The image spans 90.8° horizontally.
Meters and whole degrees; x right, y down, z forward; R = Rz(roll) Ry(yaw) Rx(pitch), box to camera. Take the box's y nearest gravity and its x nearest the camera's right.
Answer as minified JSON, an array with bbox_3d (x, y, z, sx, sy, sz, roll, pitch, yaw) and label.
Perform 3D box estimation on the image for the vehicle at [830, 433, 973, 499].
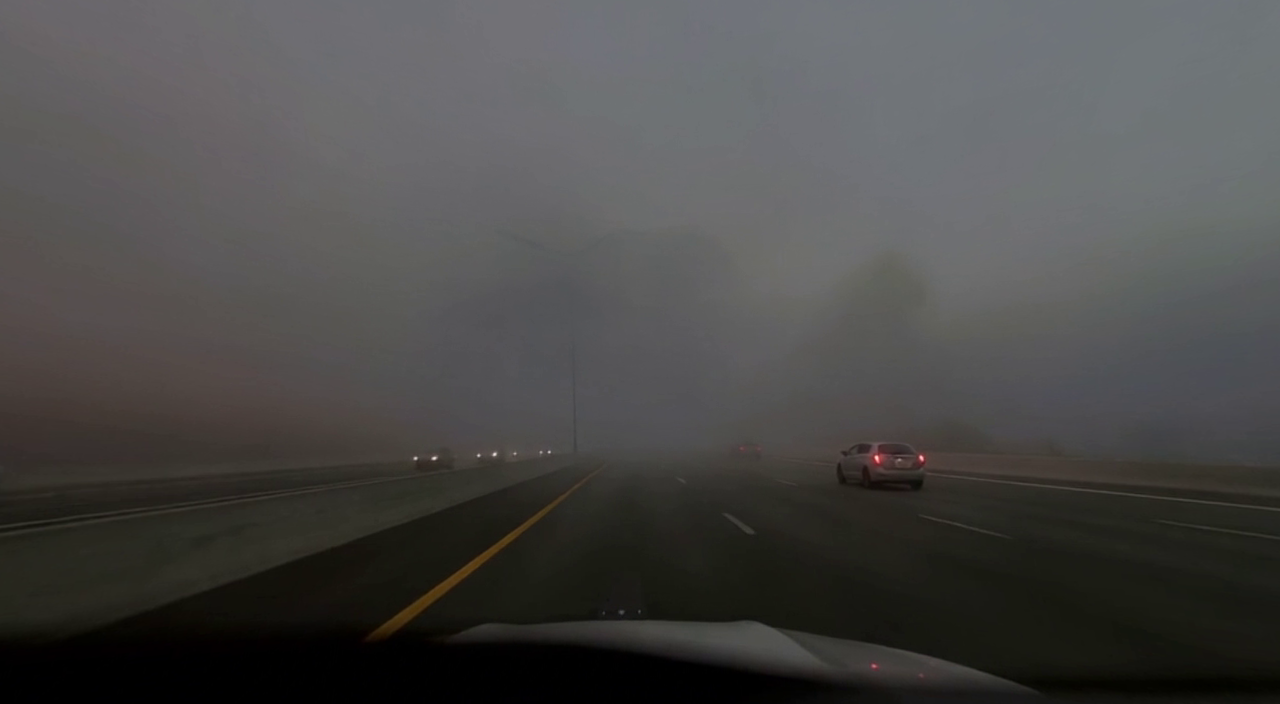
[{"bbox_3d":[6.985,3.086,17.542,1.901,1.548,4.684,0,-9,-1],"label":"vehicle"}]
